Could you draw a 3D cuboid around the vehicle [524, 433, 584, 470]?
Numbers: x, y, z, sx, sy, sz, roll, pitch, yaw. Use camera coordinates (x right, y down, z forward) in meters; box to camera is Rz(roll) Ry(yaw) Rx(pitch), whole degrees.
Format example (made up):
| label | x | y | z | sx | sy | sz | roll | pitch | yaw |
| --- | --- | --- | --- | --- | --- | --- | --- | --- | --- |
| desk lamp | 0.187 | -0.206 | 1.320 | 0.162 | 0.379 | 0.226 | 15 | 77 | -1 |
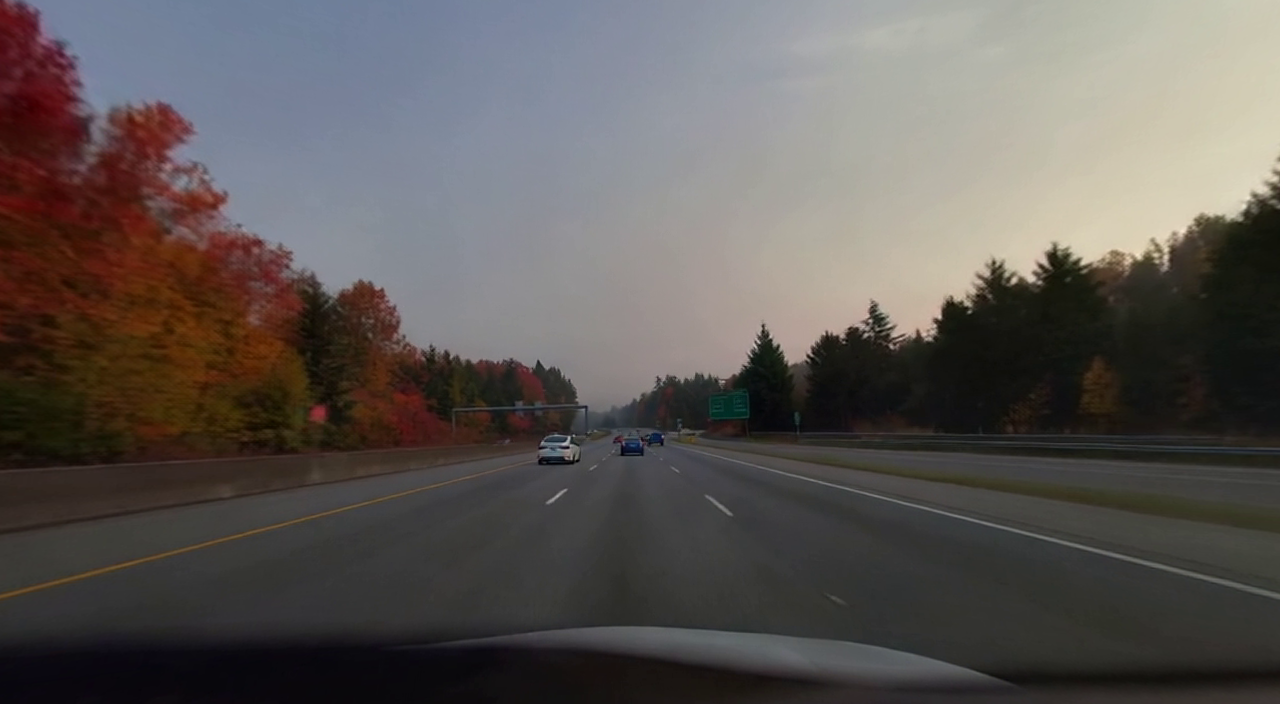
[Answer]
| label | x | y | z | sx | sy | sz | roll | pitch | yaw |
| --- | --- | --- | --- | --- | --- | --- | --- | --- | --- |
| vehicle | -3.766 | 4.430 | 28.372 | 2.103 | 1.507 | 4.367 | 0 | -8 | 0 |
